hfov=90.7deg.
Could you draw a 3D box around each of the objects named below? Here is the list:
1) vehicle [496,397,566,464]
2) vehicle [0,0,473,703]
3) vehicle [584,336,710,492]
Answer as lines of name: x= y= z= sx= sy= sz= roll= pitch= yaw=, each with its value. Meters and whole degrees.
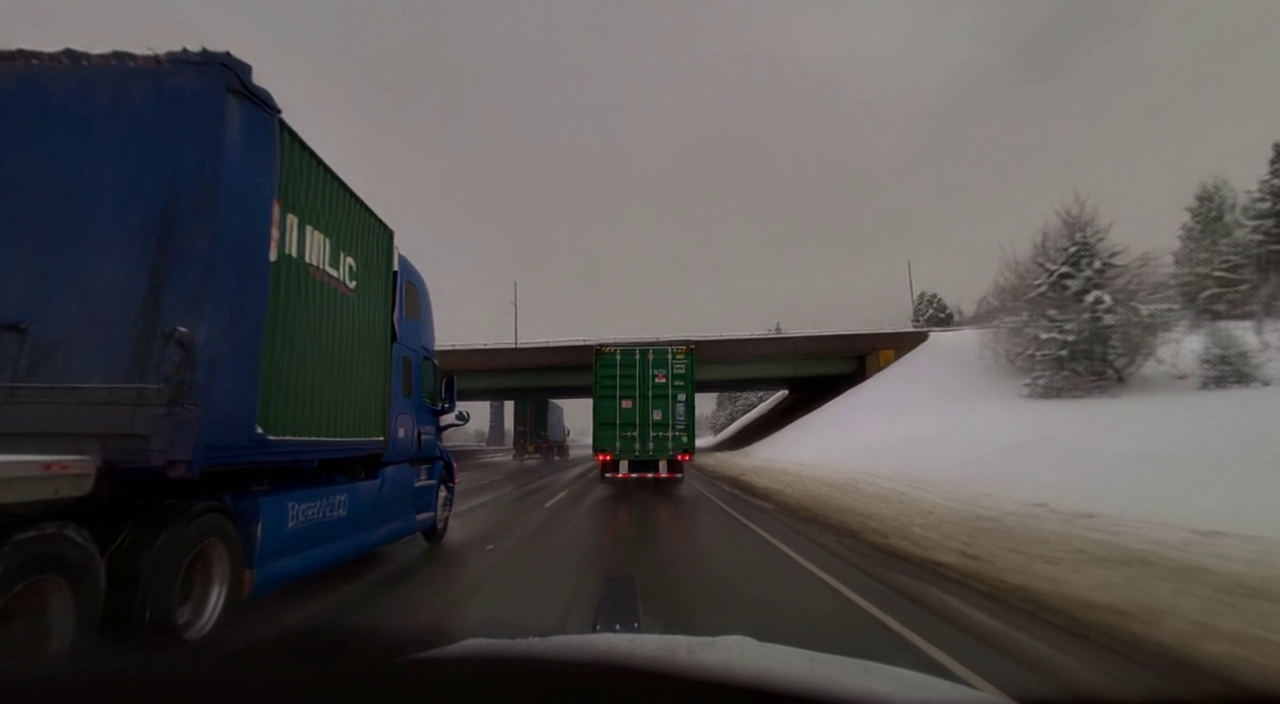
vehicle: x=-7.468 y=5.759 z=45.379 sx=3.023 sy=4.139 sz=11.860 roll=0 pitch=-9 yaw=-1
vehicle: x=-3.545 y=-0.085 z=3.807 sx=3.187 sy=3.949 sz=6.963 roll=0 pitch=-9 yaw=0
vehicle: x=0.045 y=2.203 z=20.873 sx=3.357 sy=4.212 sz=7.519 roll=0 pitch=-9 yaw=-2
